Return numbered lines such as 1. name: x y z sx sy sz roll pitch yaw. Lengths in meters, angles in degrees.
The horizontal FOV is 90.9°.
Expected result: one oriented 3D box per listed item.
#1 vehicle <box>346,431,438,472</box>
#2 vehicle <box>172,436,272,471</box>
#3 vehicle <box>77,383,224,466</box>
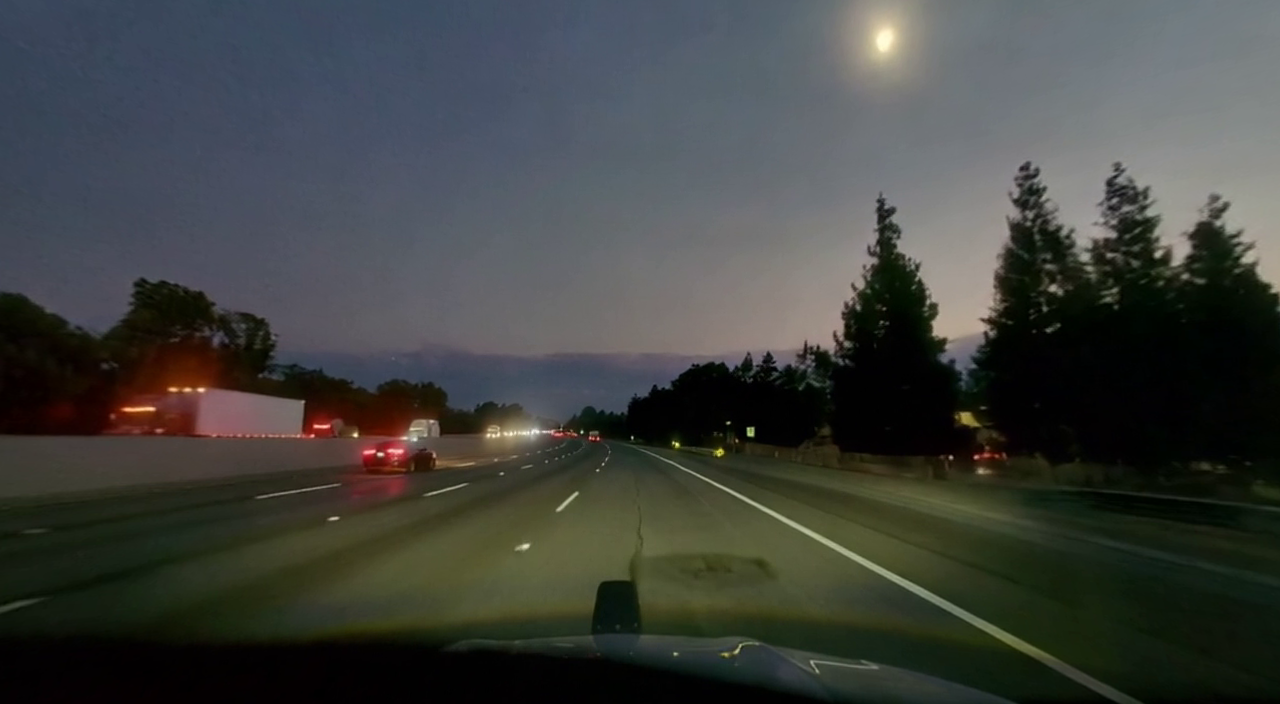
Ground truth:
1. vehicle: -10.803 4.346 27.917 2.197 1.654 4.823 0 -8 -1
2. vehicle: -17.990 4.354 27.347 1.831 1.415 3.645 0 -8 0
3. vehicle: -25.324 3.851 33.104 2.984 3.948 5.839 0 -8 -2
